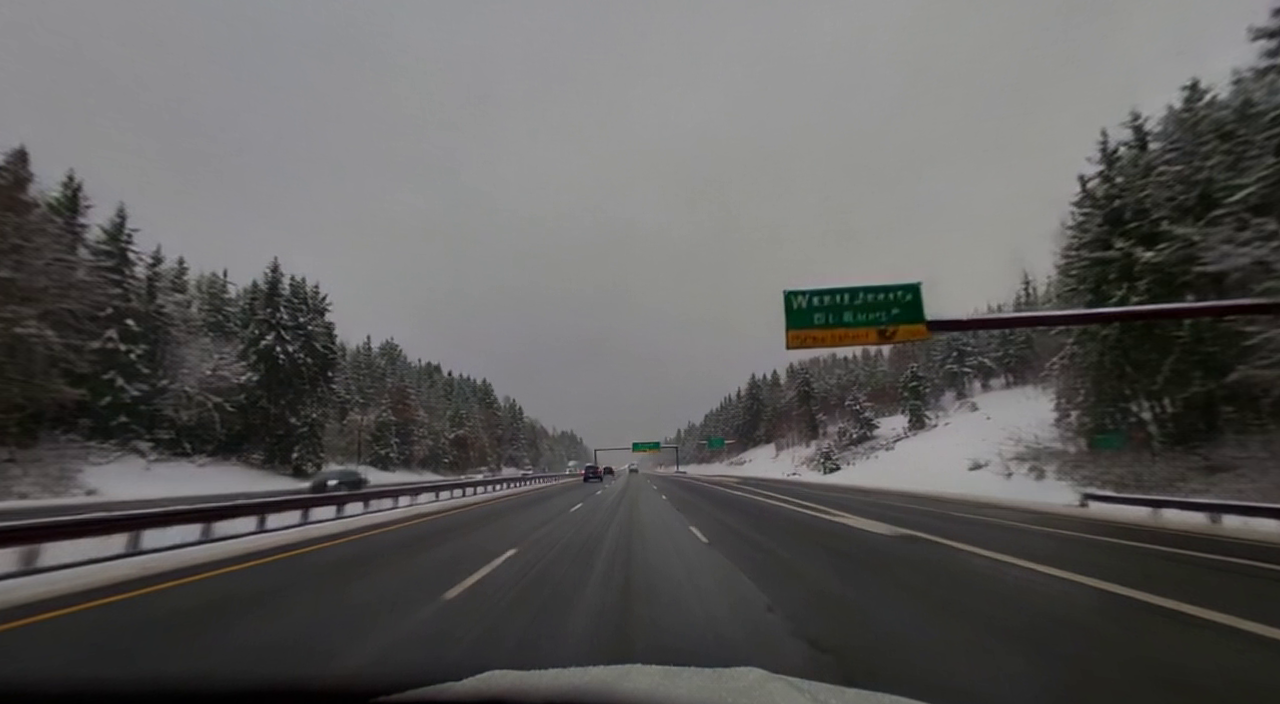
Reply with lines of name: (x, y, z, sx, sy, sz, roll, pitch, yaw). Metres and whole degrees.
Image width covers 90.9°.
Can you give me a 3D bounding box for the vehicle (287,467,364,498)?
vehicle: (-16.574, 6.885, 33.447, 1.870, 1.442, 4.119, 1, -11, 0)
